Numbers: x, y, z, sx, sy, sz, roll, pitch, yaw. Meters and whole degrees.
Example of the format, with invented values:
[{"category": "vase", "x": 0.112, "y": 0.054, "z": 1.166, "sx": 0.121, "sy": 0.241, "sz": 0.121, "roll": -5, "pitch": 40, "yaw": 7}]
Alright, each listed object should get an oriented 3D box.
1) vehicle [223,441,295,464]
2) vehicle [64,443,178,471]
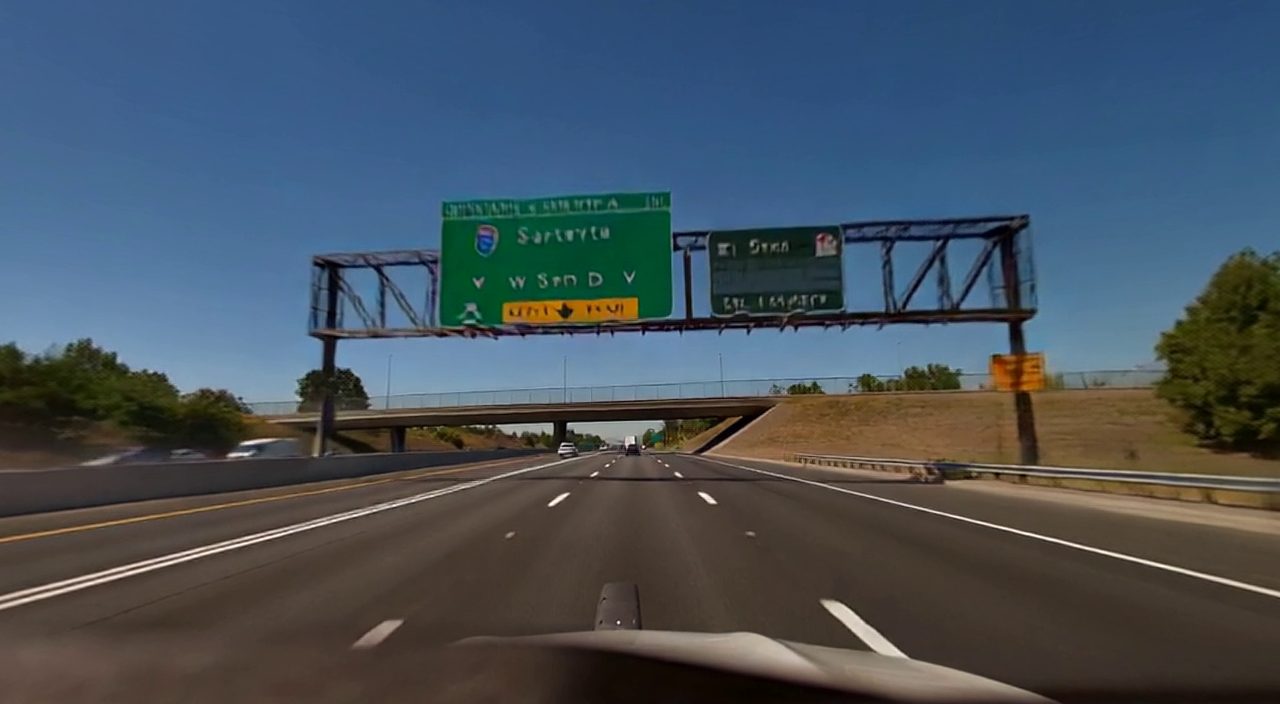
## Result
[{"category": "vehicle", "x": -28.981, "y": 7.636, "z": 48.299, "sx": 2.045, "sy": 1.631, "sz": 5.399, "roll": 0, "pitch": -8, "yaw": 1}, {"category": "vehicle", "x": -22.209, "y": 4.475, "z": 27.251, "sx": 1.836, "sy": 1.103, "sz": 3.676, "roll": 0, "pitch": -8, "yaw": -1}]
